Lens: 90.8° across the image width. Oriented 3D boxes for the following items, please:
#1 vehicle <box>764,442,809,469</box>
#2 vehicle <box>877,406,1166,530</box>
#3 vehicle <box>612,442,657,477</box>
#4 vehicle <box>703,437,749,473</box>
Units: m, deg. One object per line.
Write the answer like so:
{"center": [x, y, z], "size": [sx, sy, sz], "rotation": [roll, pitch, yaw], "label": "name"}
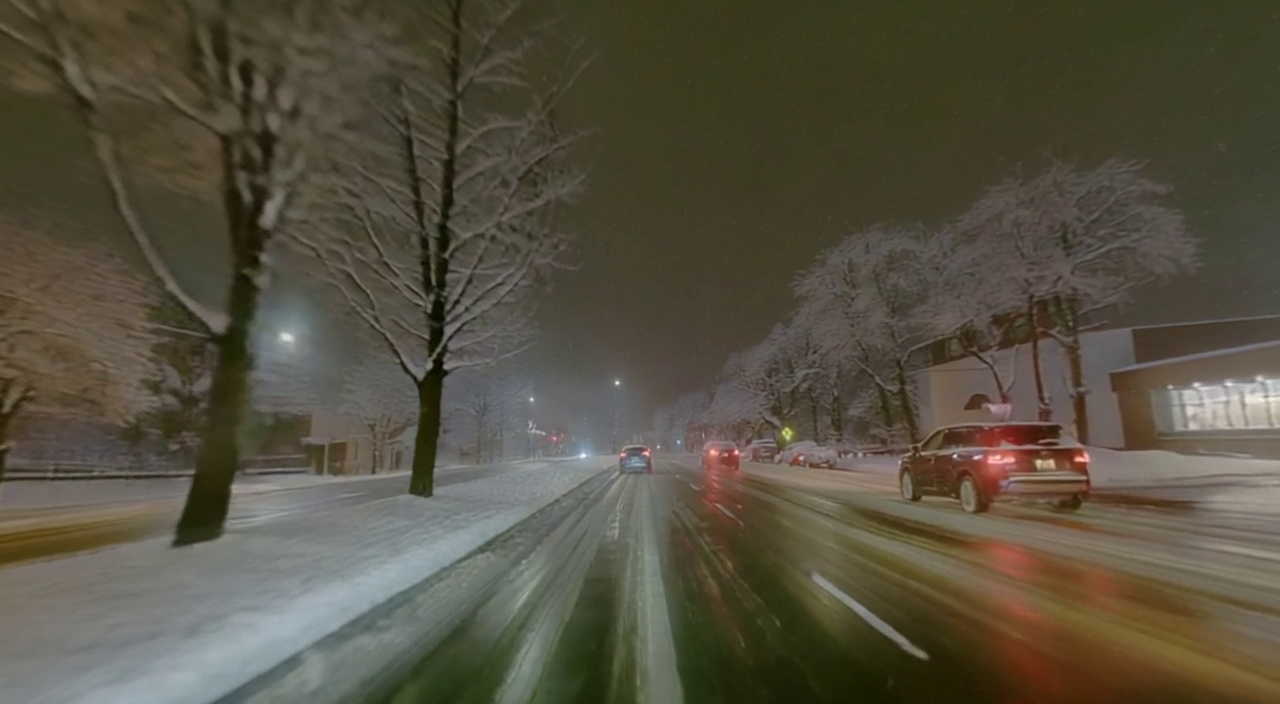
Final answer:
{"center": [10.330, 7.291, 44.838], "size": [1.988, 1.783, 5.324], "rotation": [0, -8, 1], "label": "vehicle"}
{"center": [7.059, 2.239, 12.791], "size": [2.240, 1.923, 5.678], "rotation": [0, -8, -1], "label": "vehicle"}
{"center": [-0.267, 5.151, 30.492], "size": [2.037, 1.568, 3.693], "rotation": [0, -8, 0], "label": "vehicle"}
{"center": [4.716, 5.725, 35.296], "size": [1.955, 1.845, 4.538], "rotation": [0, -8, 1], "label": "vehicle"}
